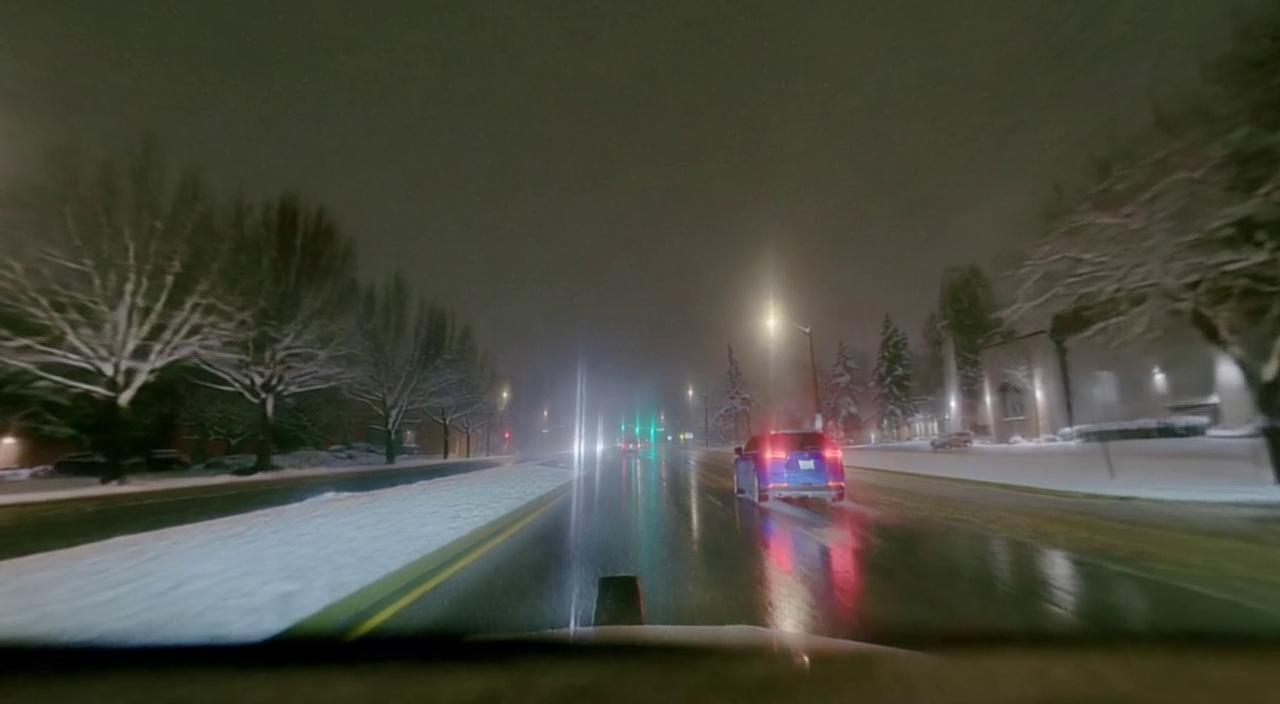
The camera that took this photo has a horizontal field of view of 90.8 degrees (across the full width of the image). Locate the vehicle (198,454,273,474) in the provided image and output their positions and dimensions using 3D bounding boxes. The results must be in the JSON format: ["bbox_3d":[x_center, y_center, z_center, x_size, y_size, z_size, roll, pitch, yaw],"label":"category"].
[{"bbox_3d":[-31.023,8.591,48.546,4.415,1.418,1.961,0,-8,-1],"label":"vehicle"}]

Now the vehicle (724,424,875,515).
[{"bbox_3d":[3.233,2.476,13.813,2.060,1.665,4.284,0,-8,-2],"label":"vehicle"}]
